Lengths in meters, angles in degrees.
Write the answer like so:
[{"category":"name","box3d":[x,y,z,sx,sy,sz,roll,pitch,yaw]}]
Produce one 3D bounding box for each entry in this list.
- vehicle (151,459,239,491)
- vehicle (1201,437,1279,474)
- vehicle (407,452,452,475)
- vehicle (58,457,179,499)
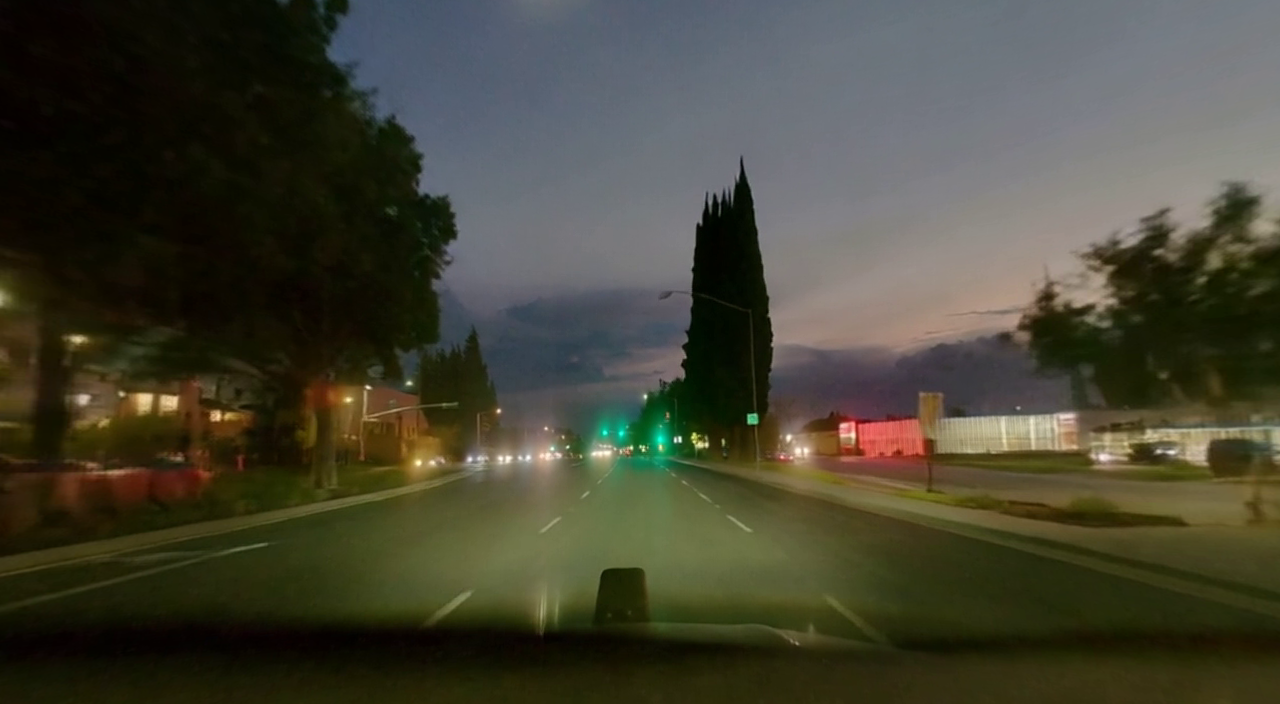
[{"category":"vehicle","box3d":[-25.089,6.906,35.725,1.864,1.640,4.217,1,-9,-1]},{"category":"vehicle","box3d":[26.797,4.537,27.772,2.002,1.460,4.533,-5,-10,28]},{"category":"vehicle","box3d":[-15.240,8.047,45.855,1.879,1.544,4.144,0,-9,-1]},{"category":"vehicle","box3d":[-25.001,6.035,30.469,1.961,1.773,4.716,1,-9,-4]}]
